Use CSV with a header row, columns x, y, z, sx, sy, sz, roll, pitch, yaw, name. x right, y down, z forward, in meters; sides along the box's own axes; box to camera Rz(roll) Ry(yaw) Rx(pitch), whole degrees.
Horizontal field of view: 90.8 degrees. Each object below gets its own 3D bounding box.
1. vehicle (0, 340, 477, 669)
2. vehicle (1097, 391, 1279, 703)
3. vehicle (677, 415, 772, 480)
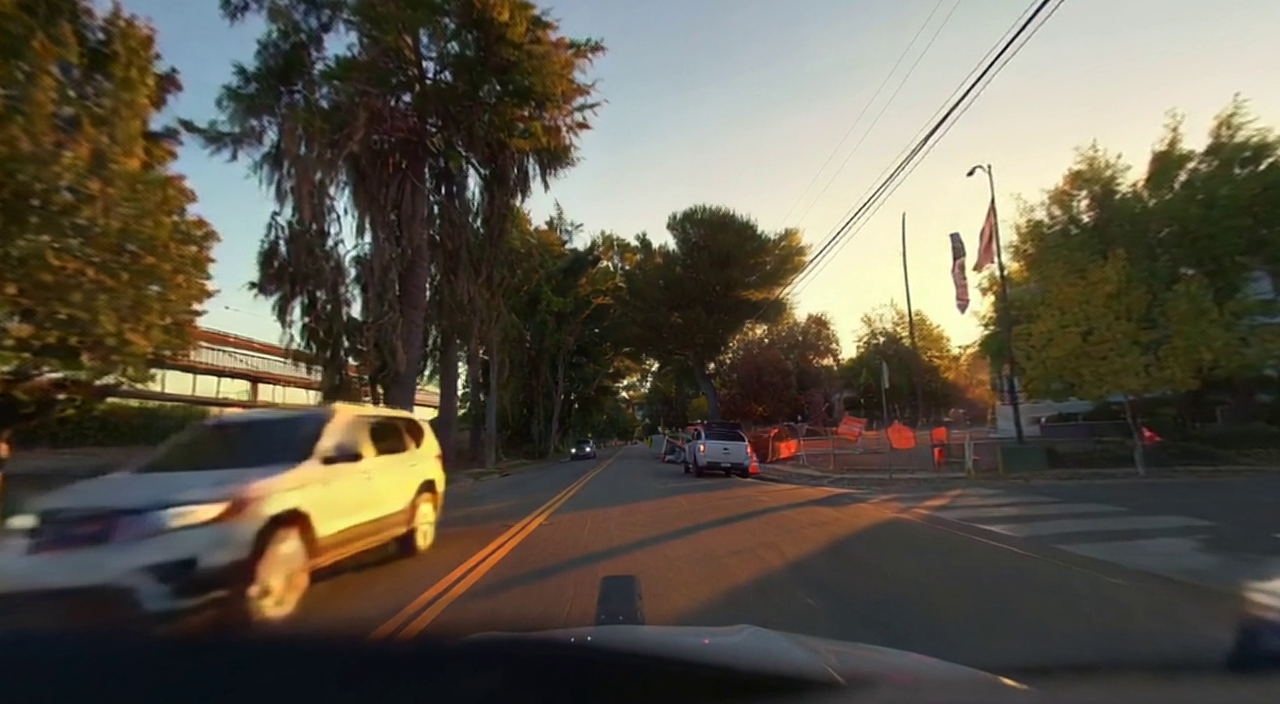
x,y,z,sx,sy,sz,roll,pitch,yaw,name
-3.570,1.289,6.591,2.358,1.921,5.675,0,-8,-2,vehicle
3.134,0.632,0.415,2.006,1.482,4.722,0,-8,-2,vehicle
2.935,3.588,23.845,2.759,2.114,6.152,0,-8,0,vehicle
